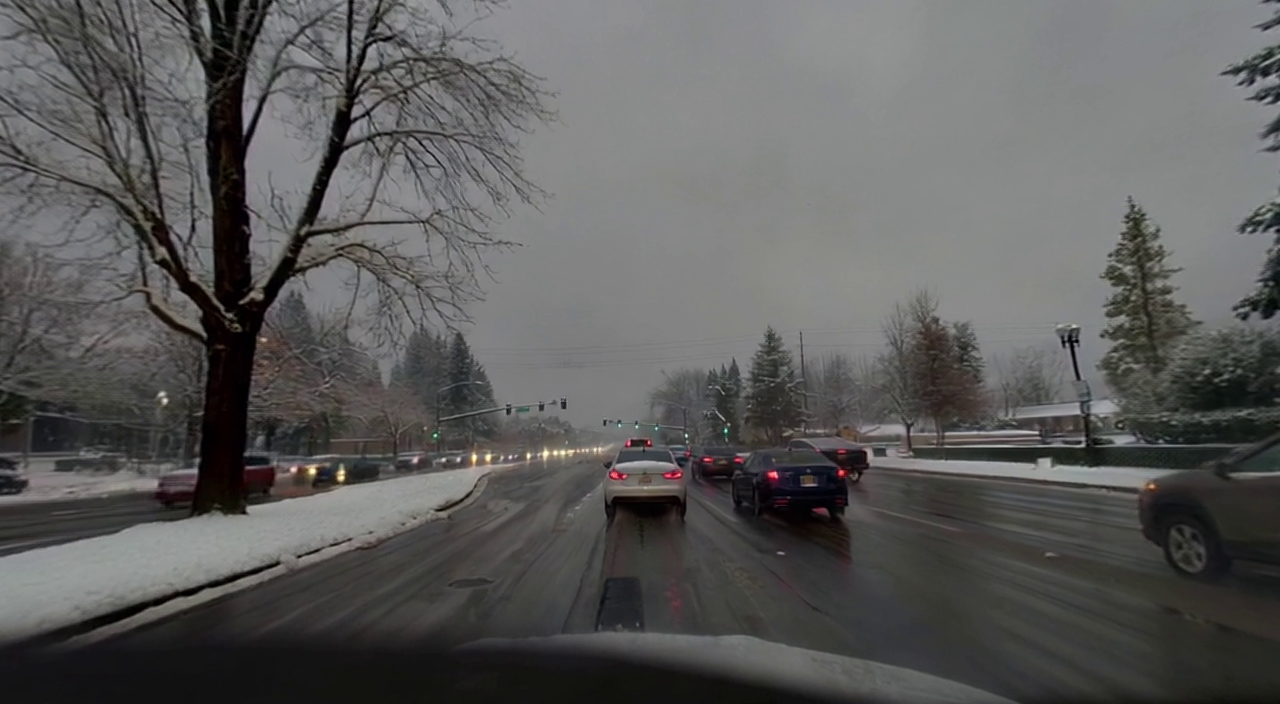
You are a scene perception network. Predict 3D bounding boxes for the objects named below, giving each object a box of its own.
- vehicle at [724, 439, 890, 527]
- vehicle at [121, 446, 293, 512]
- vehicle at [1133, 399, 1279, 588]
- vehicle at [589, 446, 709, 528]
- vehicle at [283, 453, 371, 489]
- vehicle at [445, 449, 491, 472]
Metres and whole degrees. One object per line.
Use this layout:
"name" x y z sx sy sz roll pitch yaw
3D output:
"vehicle" 3.131 2.562 13.087 1.970 1.445 4.974 0 -9 -1
"vehicle" -12.304 3.586 18.389 1.963 1.649 4.290 0 -9 0
"vehicle" 6.936 1.229 5.311 1.987 1.730 4.373 0 -9 0
"vehicle" 0.088 2.558 12.607 1.990 1.347 4.067 0 -9 -2
"vehicle" -14.480 5.498 29.595 2.018 1.469 4.916 1 -9 -6
"vehicle" -12.199 7.729 45.133 2.002 1.500 4.536 0 -9 0
